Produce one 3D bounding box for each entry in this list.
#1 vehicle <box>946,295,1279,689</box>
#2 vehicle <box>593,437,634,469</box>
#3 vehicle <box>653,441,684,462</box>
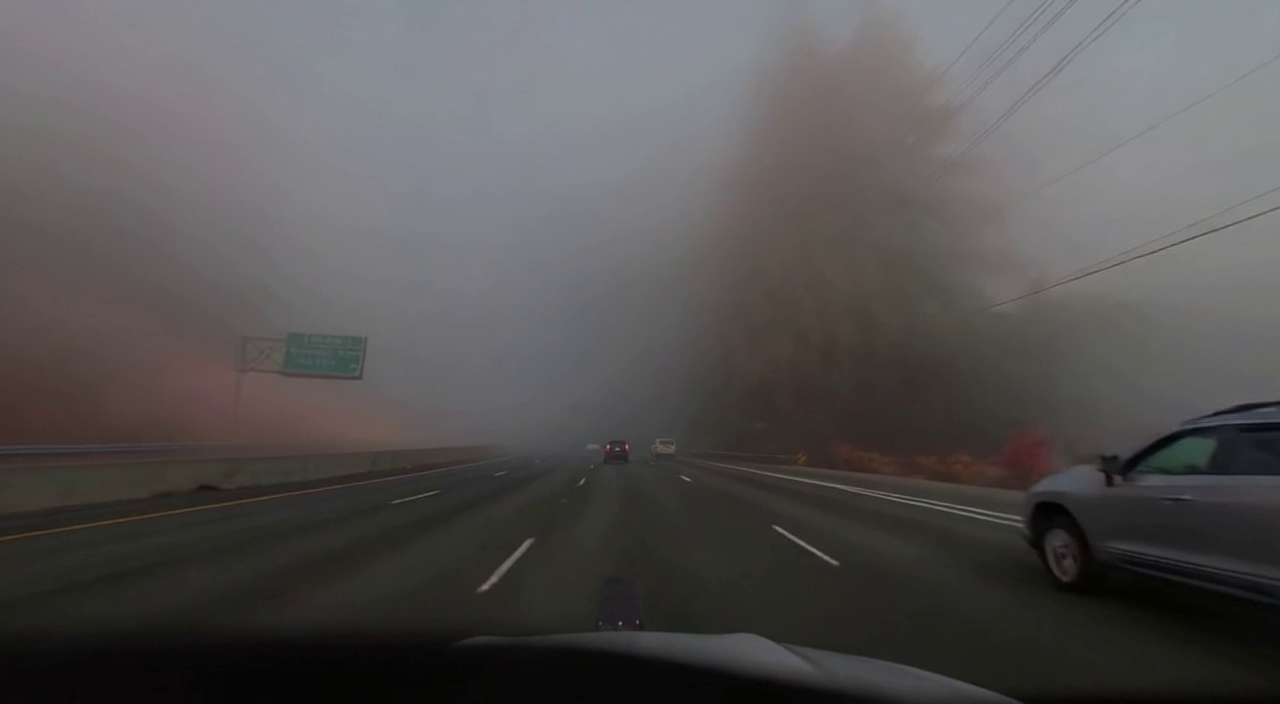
[{"bbox_3d":[4.586,0.790,3.724,2.504,2.033,5.979,0,-8,-1],"label":"vehicle"},{"bbox_3d":[-1.519,5.714,35.915,2.188,1.714,3.921,0,-8,-3],"label":"vehicle"},{"bbox_3d":[2.058,7.409,47.245,1.789,1.503,3.897,1,-8,-5],"label":"vehicle"}]
